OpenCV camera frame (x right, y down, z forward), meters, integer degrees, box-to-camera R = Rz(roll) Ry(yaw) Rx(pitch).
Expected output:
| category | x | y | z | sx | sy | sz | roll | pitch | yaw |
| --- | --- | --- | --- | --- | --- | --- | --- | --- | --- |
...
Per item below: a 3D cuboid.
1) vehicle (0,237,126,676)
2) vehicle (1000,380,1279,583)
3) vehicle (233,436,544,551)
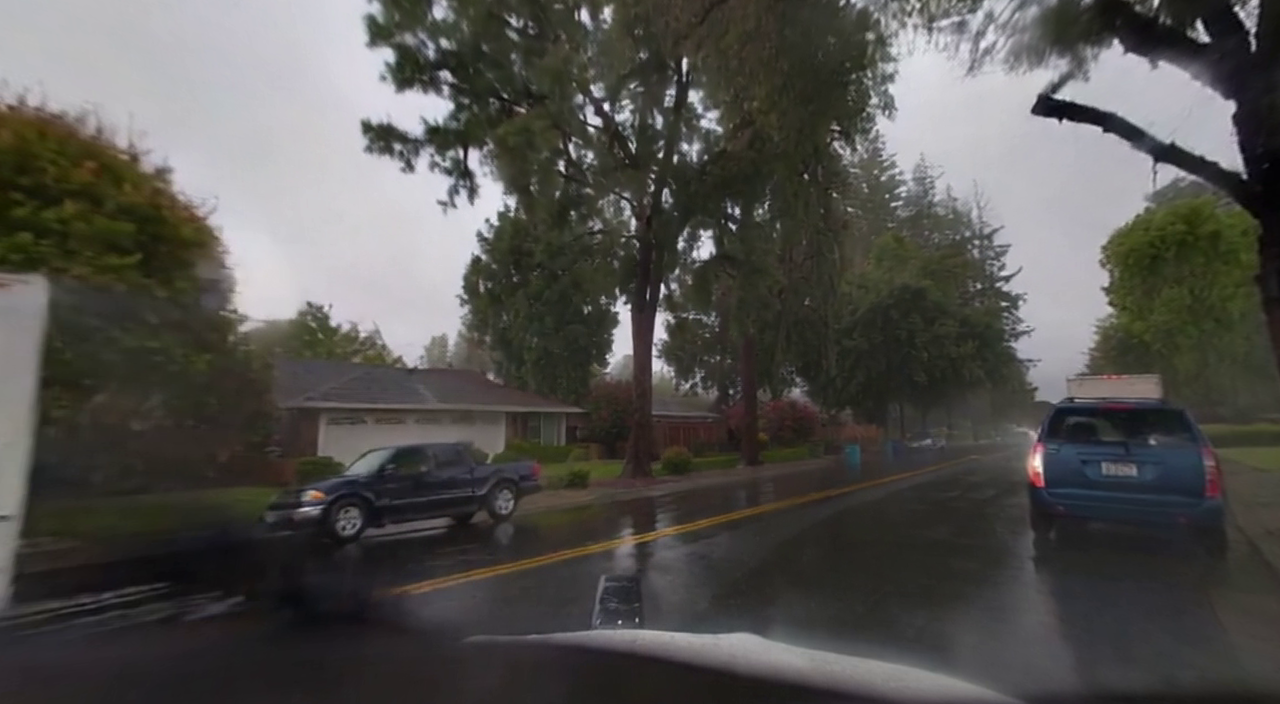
| category | x | y | z | sx | sy | sz | roll | pitch | yaw |
| --- | --- | --- | --- | --- | --- | --- | --- | --- | --- |
| vehicle | -6.121 | 0.467 | 2.664 | 2.367 | 2.618 | 5.497 | -5 | -9 | 35 |
| vehicle | 6.662 | 1.424 | 8.470 | 2.182 | 1.785 | 5.726 | -4 | -7 | 39 |
| vehicle | -3.992 | 2.210 | 10.855 | 1.816 | 1.489 | 4.653 | -5 | -9 | 37 |
